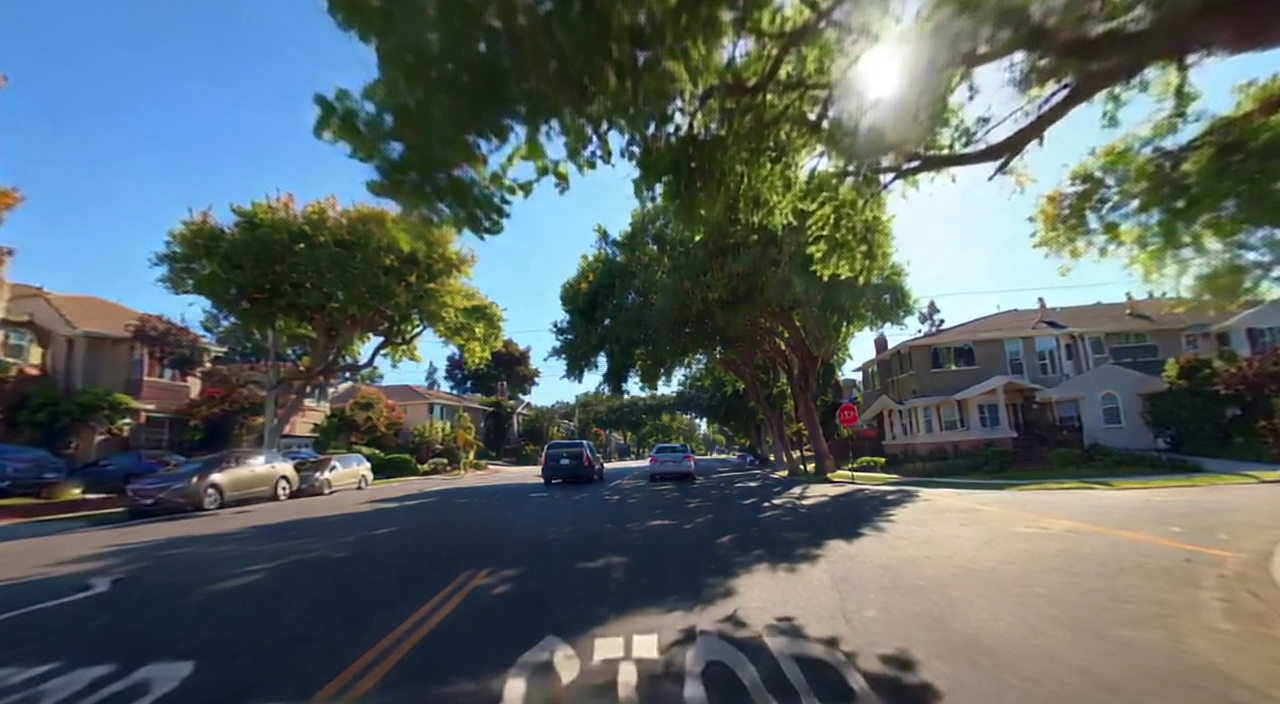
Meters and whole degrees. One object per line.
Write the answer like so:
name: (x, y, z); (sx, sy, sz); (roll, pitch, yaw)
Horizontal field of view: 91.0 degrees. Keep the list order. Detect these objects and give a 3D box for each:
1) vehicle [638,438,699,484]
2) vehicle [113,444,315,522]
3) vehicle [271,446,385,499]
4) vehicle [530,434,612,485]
vehicle: (1.075, 3.812, 22.303); (1.955, 1.459, 4.383); (-1, -8, 4)
vehicle: (-13.266, 4.047, 20.289); (2.191, 1.980, 5.888); (-4, -9, 4)
vehicle: (-12.636, 4.911, 25.900); (2.076, 1.864, 4.730); (-3, -10, 3)
vehicle: (-2.407, 3.934, 23.348); (2.178, 1.695, 4.339); (-1, -8, 5)
